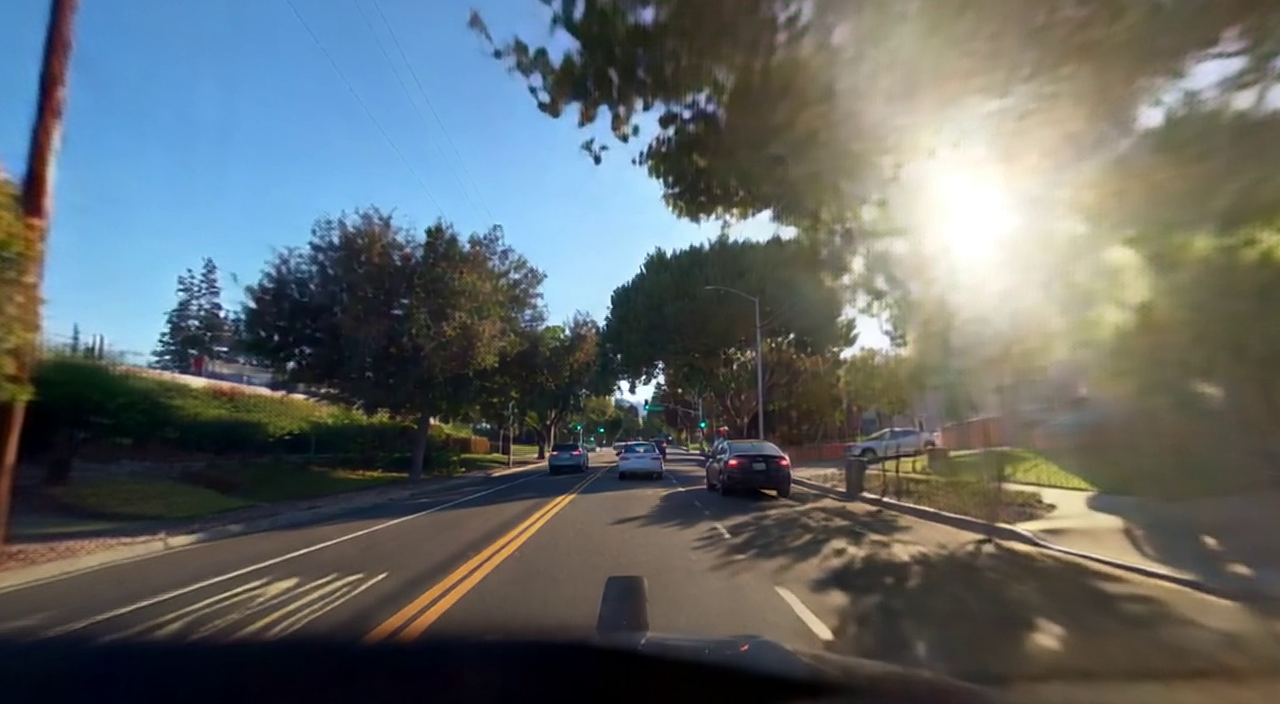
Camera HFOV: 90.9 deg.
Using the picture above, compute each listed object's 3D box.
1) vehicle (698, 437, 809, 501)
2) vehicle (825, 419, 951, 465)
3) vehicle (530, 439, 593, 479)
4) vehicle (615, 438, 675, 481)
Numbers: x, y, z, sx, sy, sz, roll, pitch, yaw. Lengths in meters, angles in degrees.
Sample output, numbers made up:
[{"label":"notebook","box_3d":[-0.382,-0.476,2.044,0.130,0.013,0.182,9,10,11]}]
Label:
[{"label":"vehicle","box_3d":[2.899,3.099,17.191,2.158,1.483,4.415,0,-8,0]},{"label":"vehicle","box_3d":[13.780,5.044,35.342,5.929,1.970,2.381,-5,-8,-2]},{"label":"vehicle","box_3d":[-3.205,4.466,26.581,2.012,1.505,4.205,0,-8,1]},{"label":"vehicle","box_3d":[0.172,4.095,24.348,2.101,1.467,4.210,0,-8,0]}]
